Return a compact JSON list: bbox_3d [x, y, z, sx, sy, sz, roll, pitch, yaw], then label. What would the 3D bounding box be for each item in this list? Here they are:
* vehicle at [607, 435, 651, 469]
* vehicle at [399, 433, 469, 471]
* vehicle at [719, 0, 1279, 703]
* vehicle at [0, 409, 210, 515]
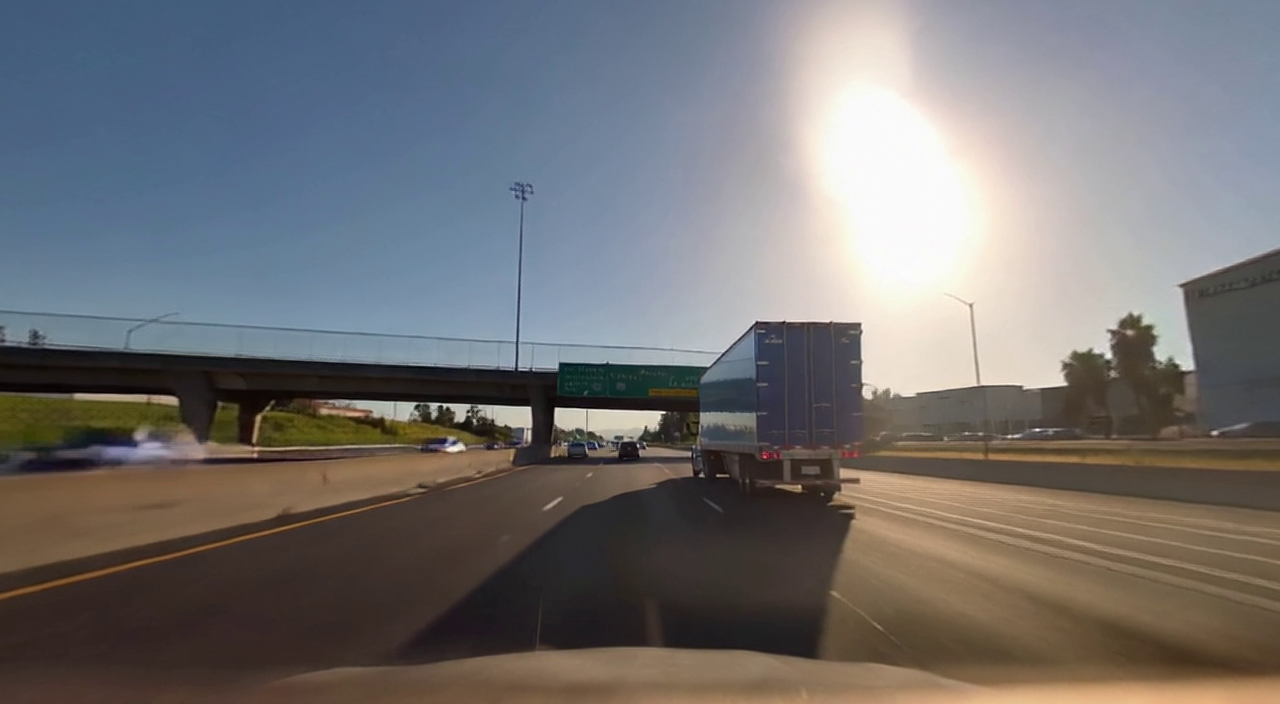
[{"bbox_3d":[-0.594,5.316,33.696,2.191,1.685,4.015,0,-9,-1],"label":"vehicle"},{"bbox_3d":[-10.241,5.000,31.805,2.107,1.758,4.496,0,-9,-2],"label":"vehicle"},{"bbox_3d":[3.381,0.125,6.310,2.996,4.123,15.965,0,-9,0],"label":"vehicle"},{"bbox_3d":[-13.948,2.697,15.888,2.213,2.161,5.648,0,-9,0],"label":"vehicle"}]
